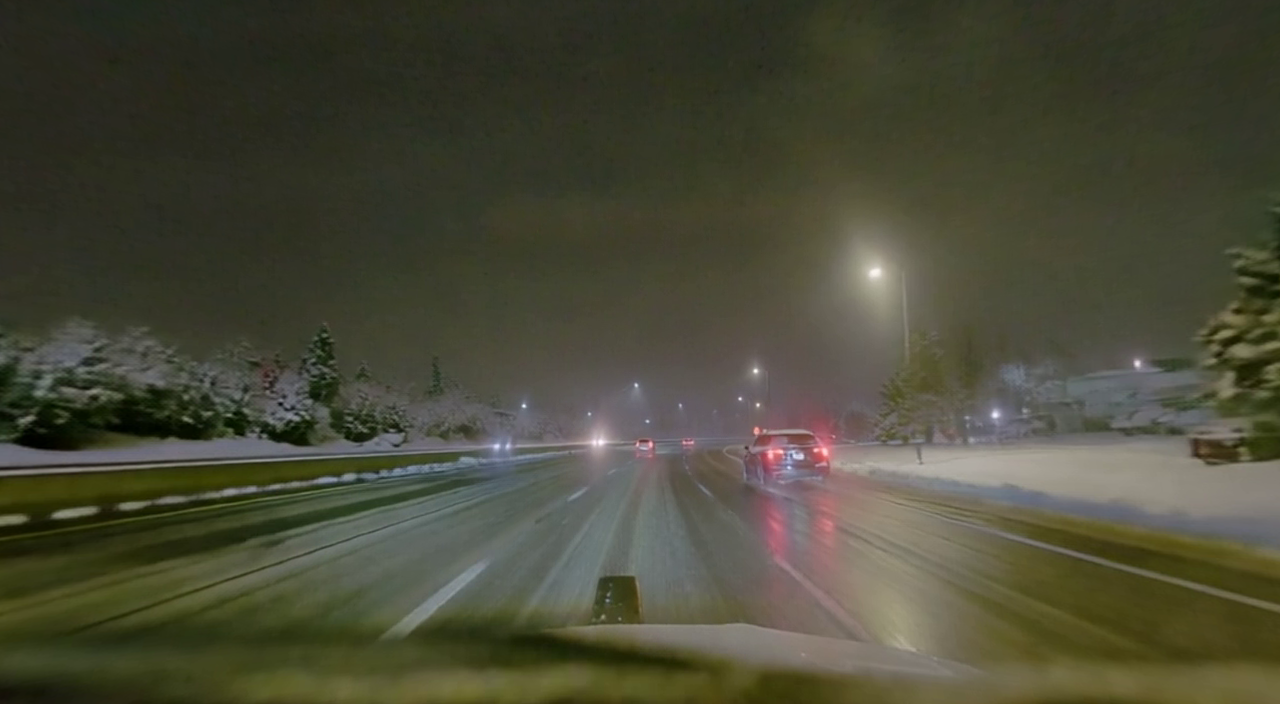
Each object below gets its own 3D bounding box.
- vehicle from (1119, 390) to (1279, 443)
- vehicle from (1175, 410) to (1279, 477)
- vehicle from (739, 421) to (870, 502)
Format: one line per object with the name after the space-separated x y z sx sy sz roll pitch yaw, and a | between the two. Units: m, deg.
36.431 4.317 40.805 8.026 2.943 2.564 -10 -12 40 | vehicle
19.135 2.756 18.971 2.165 1.867 4.641 -1 -8 5 | vehicle
3.872 2.670 15.692 2.090 1.715 4.228 0 -8 0 | vehicle
